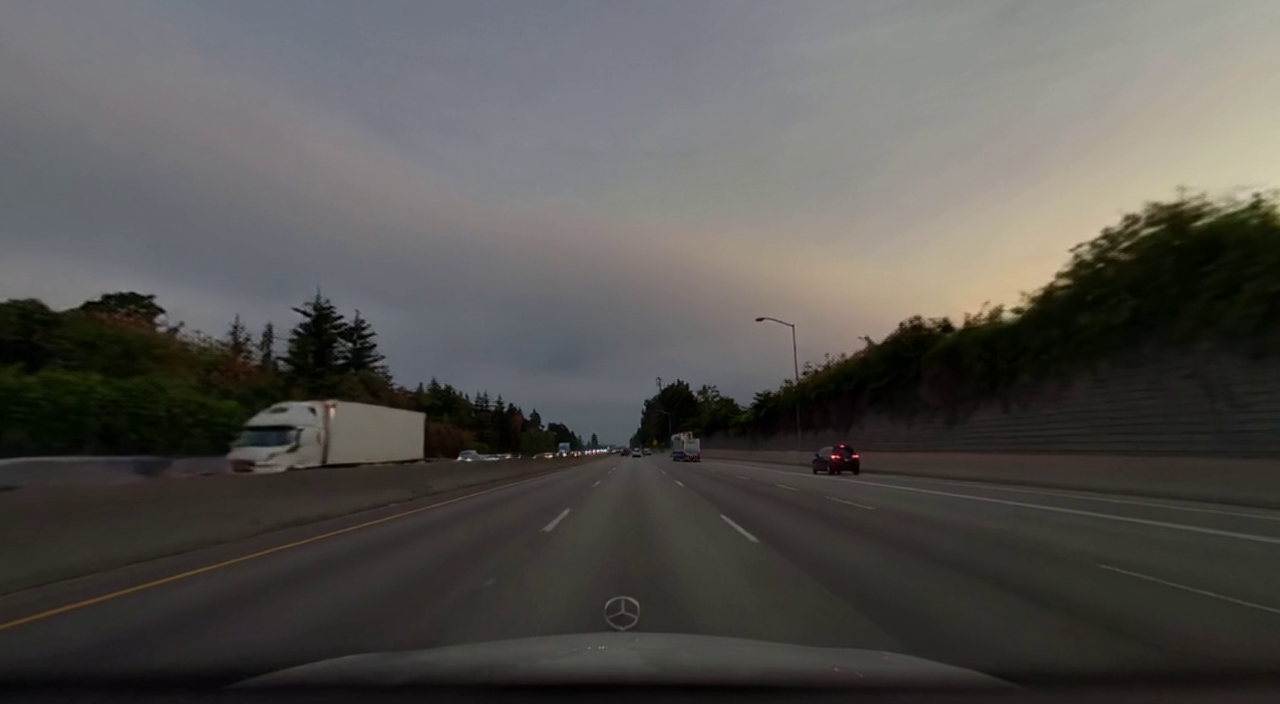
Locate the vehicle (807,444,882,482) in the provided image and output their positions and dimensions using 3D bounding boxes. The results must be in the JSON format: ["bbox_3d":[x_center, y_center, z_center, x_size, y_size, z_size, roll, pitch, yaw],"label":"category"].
[{"bbox_3d":[9.704,5.297,30.288,1.950,1.632,4.845,0,-9,0],"label":"vehicle"}]

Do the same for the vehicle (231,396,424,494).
[{"bbox_3d":[-16.670,5.329,35.796,3.679,4.369,14.373,0,-9,0],"label":"vehicle"}]

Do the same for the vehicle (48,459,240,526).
[{"bbox_3d":[-13.384,3.776,17.343,2.084,1.517,3.896,0,-9,0],"label":"vehicle"}]
